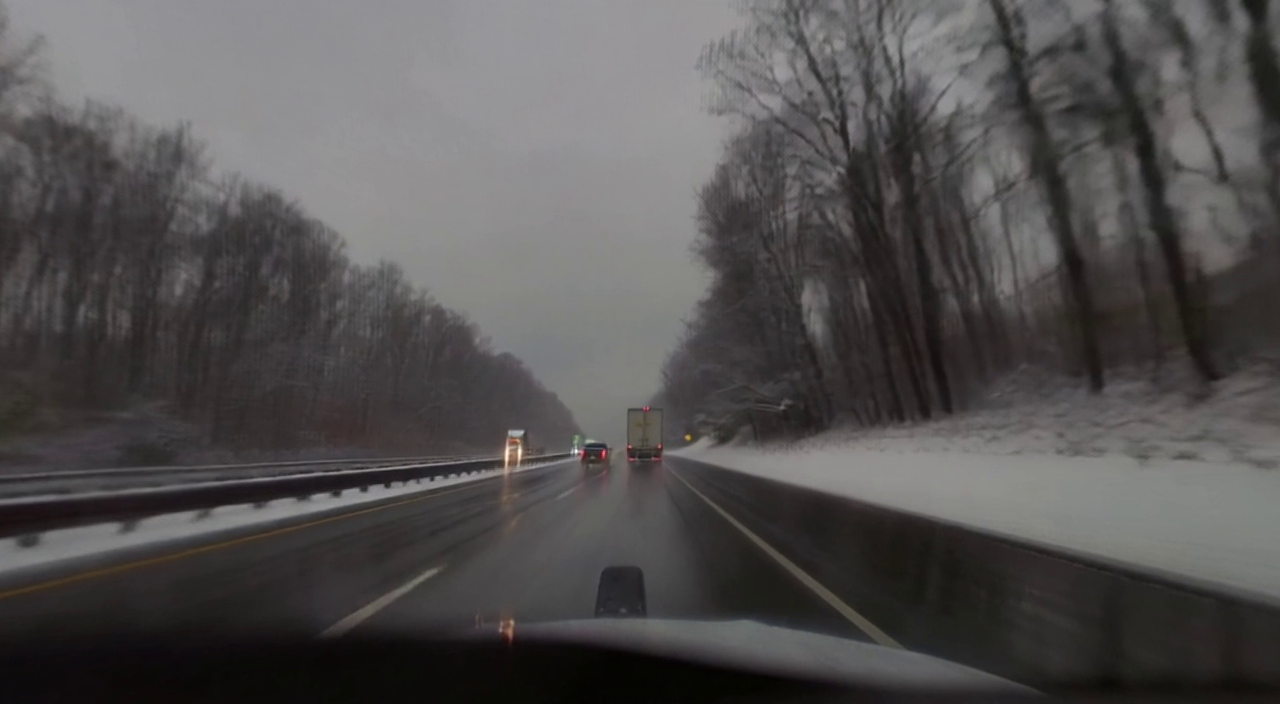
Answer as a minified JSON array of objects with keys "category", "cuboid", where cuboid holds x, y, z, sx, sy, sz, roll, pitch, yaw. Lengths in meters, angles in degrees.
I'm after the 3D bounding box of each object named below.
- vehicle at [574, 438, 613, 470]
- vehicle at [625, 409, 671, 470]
[{"category":"vehicle","cuboid":[-3.235,7.310,45.253,2.283,2.156,5.546,0,-9,1]},{"category":"vehicle","cuboid":[0.495,6.572,46.771,3.024,3.965,10.399,0,-9,-1]}]
